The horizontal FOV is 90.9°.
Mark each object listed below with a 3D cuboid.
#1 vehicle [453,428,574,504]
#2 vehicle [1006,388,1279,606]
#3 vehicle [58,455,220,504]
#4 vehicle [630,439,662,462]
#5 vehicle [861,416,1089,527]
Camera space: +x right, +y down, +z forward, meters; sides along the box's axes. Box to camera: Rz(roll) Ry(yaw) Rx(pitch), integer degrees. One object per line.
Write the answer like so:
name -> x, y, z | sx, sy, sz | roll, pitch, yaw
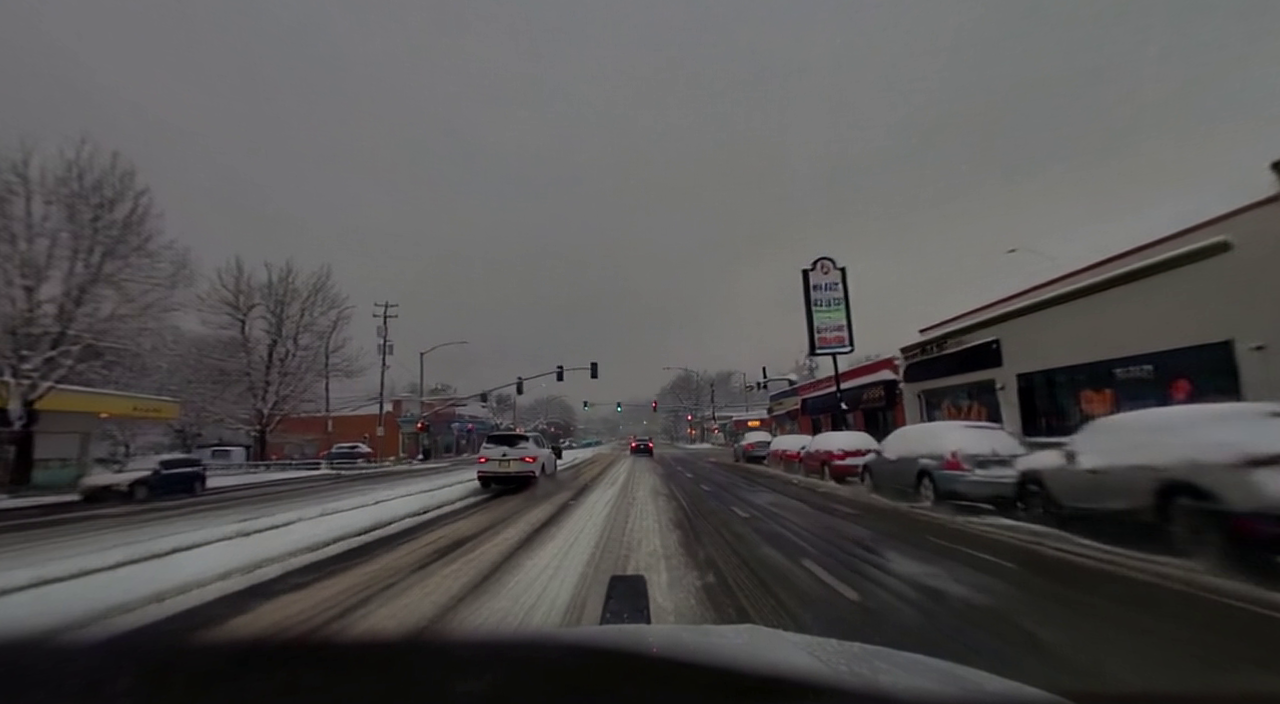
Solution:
vehicle -> -3.020, 2.832, 16.140 | 2.049, 1.646, 4.445 | 0, -8, 2
vehicle -> 6.534, 1.453, 6.824 | 2.005, 1.858, 5.253 | 0, -8, 1
vehicle -> -17.321, 4.392, 22.163 | 1.894, 1.458, 4.565 | 0, -8, 0
vehicle -> 0.375, 6.689, 42.840 | 2.037, 1.484, 4.073 | 0, -8, 0
vehicle -> 6.471, 2.363, 13.044 | 1.985, 1.835, 4.936 | 0, -8, 0
